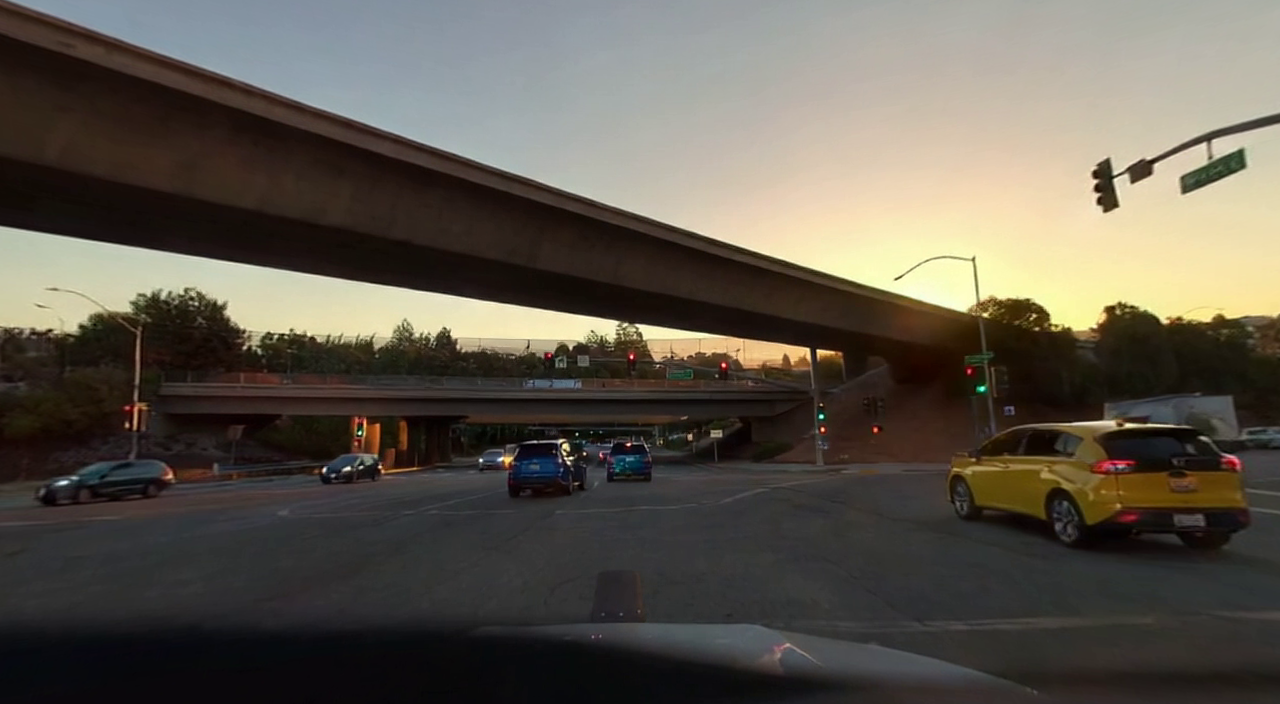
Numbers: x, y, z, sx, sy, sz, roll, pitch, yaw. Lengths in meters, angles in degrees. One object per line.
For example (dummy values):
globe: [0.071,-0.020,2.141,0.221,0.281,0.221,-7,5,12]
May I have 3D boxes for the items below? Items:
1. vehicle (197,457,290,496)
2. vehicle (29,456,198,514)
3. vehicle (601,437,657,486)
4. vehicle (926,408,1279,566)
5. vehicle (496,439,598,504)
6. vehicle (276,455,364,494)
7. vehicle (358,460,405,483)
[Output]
vehicle: [-23.357,7.319,37.523,2.039,1.965,5.291,0,-8,0]
vehicle: [-19.504,4.900,23.800,2.131,1.816,4.960,0,-8,-1]
vehicle: [-0.444,4.978,28.982,2.342,2.026,4.642,0,-8,0]
vehicle: [6.337,1.858,9.436,2.074,1.785,4.320,0,-8,0]
vehicle: [-2.720,3.630,19.716,2.060,1.768,4.681,-1,-8,6]
vehicle: [-16.073,6.159,32.075,2.007,1.730,4.774,0,-8,0]
vehicle: [-19.858,9.200,48.702,1.857,1.534,4.221,0,-8,-1]
